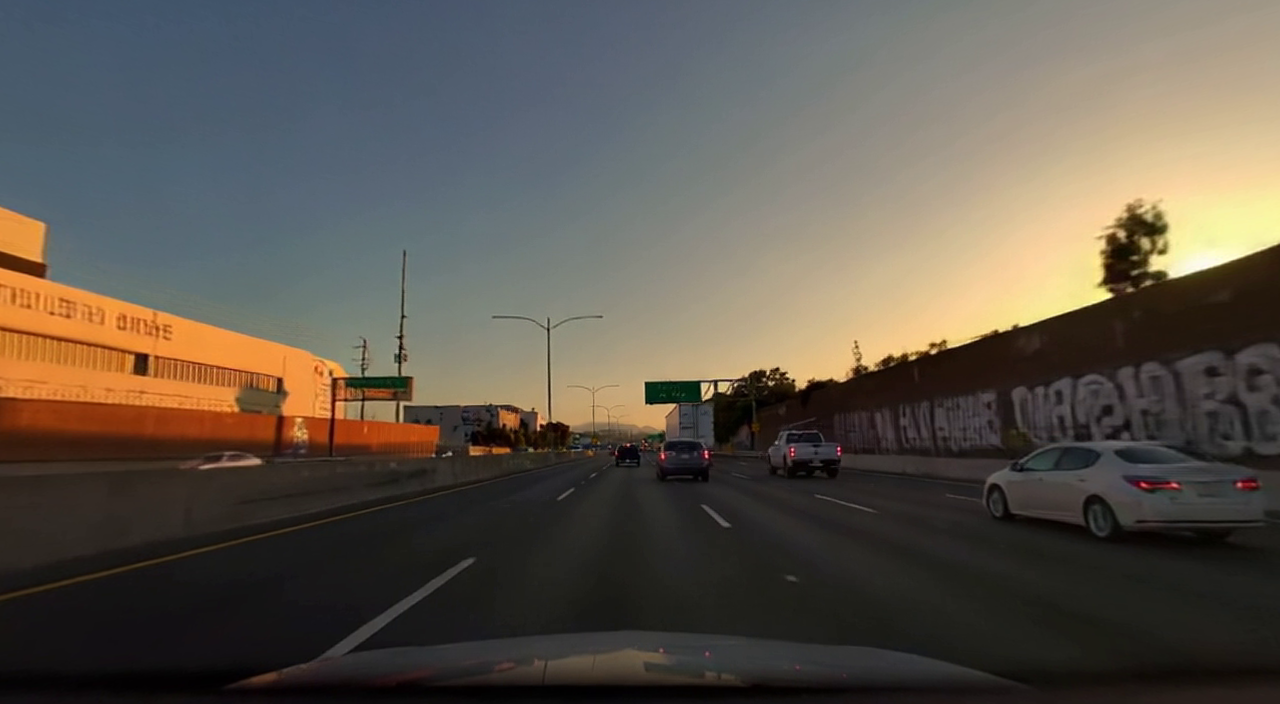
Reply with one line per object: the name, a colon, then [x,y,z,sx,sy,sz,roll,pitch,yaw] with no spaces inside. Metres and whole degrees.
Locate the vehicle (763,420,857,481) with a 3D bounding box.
vehicle: [7.266,4.338,27.838,2.322,2.360,6.433,0,-9,0]

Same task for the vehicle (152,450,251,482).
vehicle: [-20.628,5.343,29.947,1.851,1.389,4.016,0,-9,0]

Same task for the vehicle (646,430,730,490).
vehicle: [1.524,3.769,22.298,2.249,1.843,5.176,0,-9,-4]

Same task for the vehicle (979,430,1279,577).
vehicle: [7.040,1.905,8.823,1.915,1.476,4.677,0,-9,-1]

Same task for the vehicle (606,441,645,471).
vehicle: [-0.811,5.958,36.320,2.073,1.640,3.990,0,-9,-1]
